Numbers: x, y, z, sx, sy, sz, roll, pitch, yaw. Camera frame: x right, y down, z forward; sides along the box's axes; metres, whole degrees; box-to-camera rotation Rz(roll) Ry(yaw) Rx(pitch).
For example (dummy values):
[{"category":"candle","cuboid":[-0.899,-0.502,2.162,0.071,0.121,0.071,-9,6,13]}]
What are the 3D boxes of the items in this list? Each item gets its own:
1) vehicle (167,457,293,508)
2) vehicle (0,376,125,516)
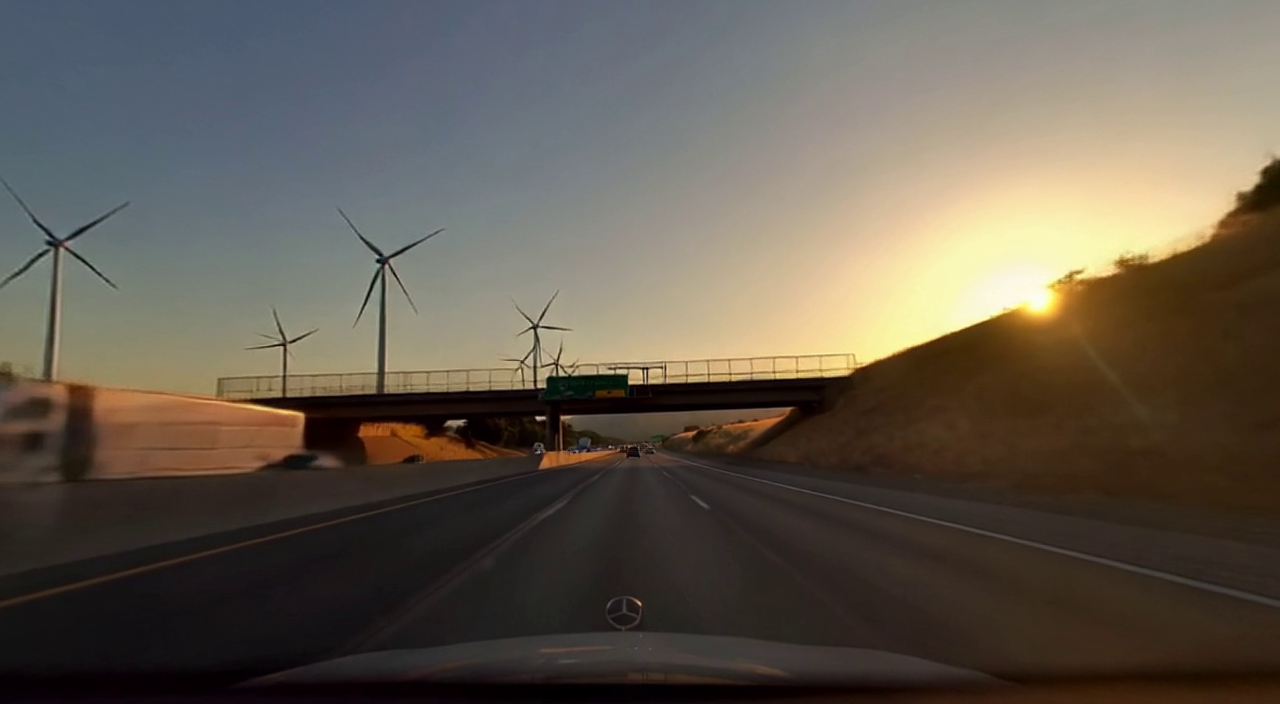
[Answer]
[{"category":"vehicle","cuboid":[-12.375,3.924,19.305,1.561,1.329,3.391,0,-9,-1]},{"category":"vehicle","cuboid":[-19.369,2.800,18.644,2.977,3.872,6.035,0,-9,-1]}]
